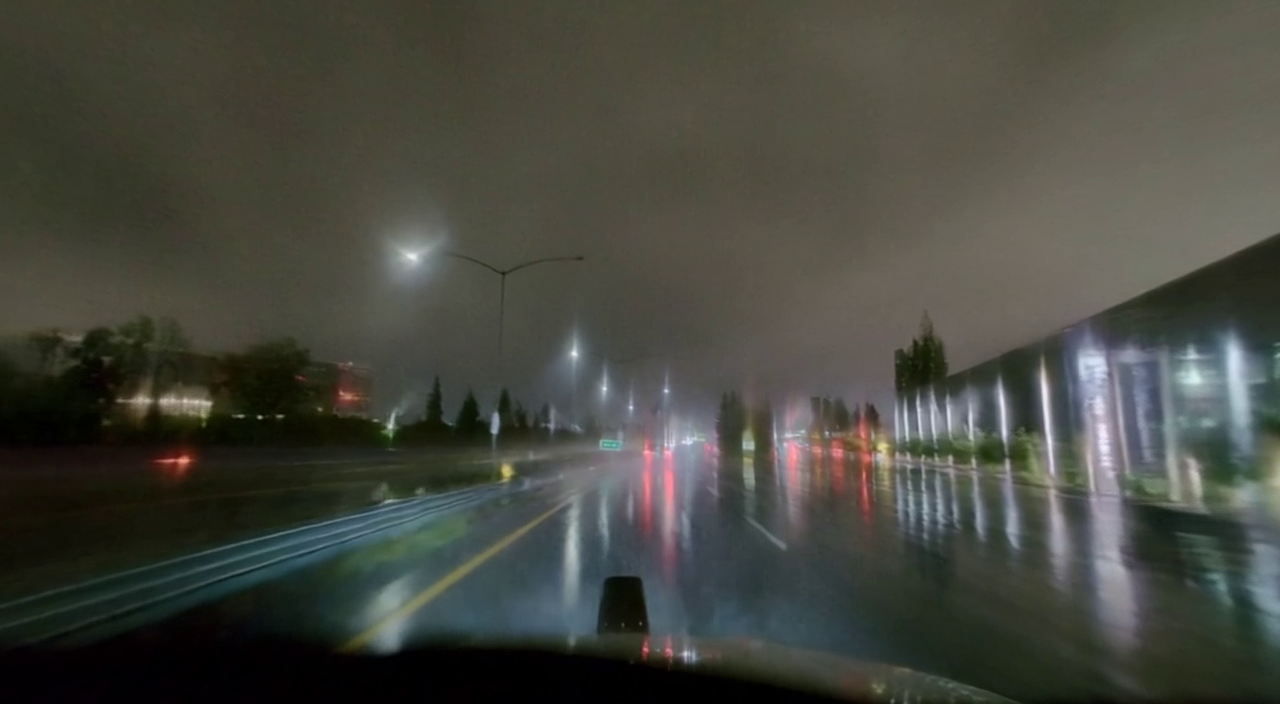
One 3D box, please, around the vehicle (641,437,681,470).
[{"bbox_3d":[1.473,6.908,42.859,2.546,2.126,5.153,-1,-8,3],"label":"vehicle"}]
